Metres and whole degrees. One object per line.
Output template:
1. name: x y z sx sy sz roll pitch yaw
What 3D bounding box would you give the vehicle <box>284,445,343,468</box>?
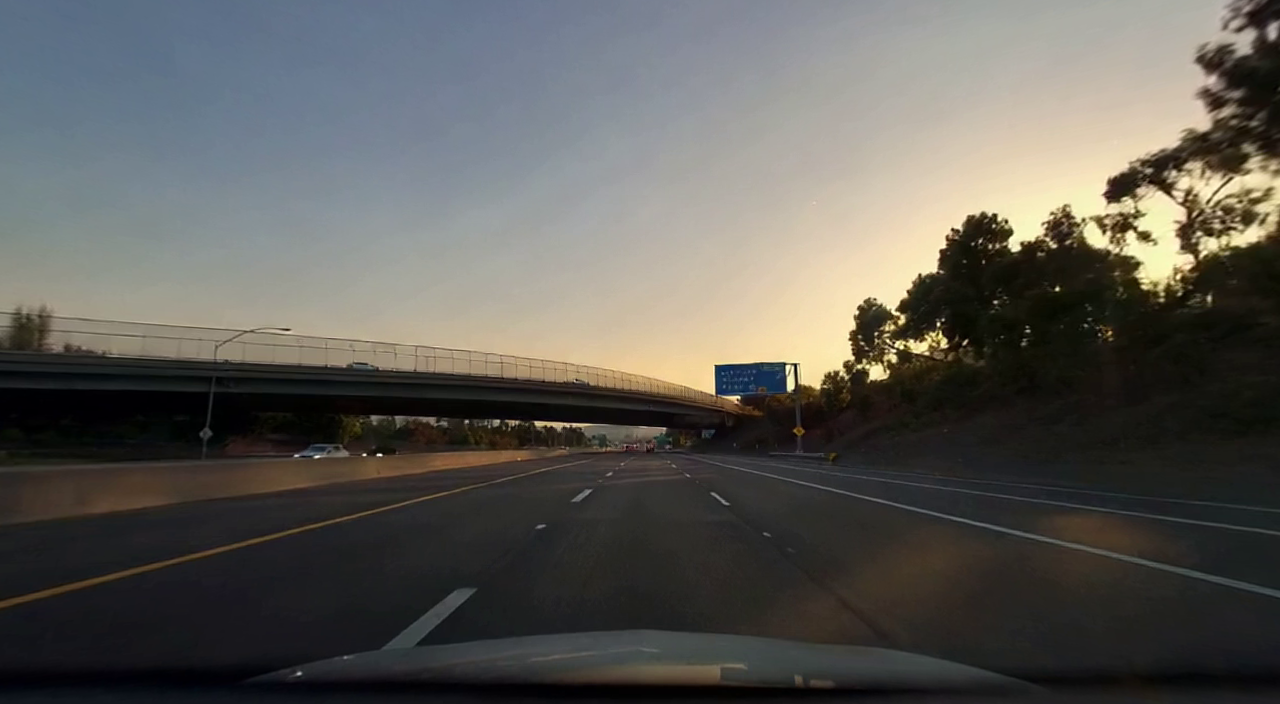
1. vehicle: -24.933 7.991 48.254 1.965 1.660 4.576 -1 -8 1
